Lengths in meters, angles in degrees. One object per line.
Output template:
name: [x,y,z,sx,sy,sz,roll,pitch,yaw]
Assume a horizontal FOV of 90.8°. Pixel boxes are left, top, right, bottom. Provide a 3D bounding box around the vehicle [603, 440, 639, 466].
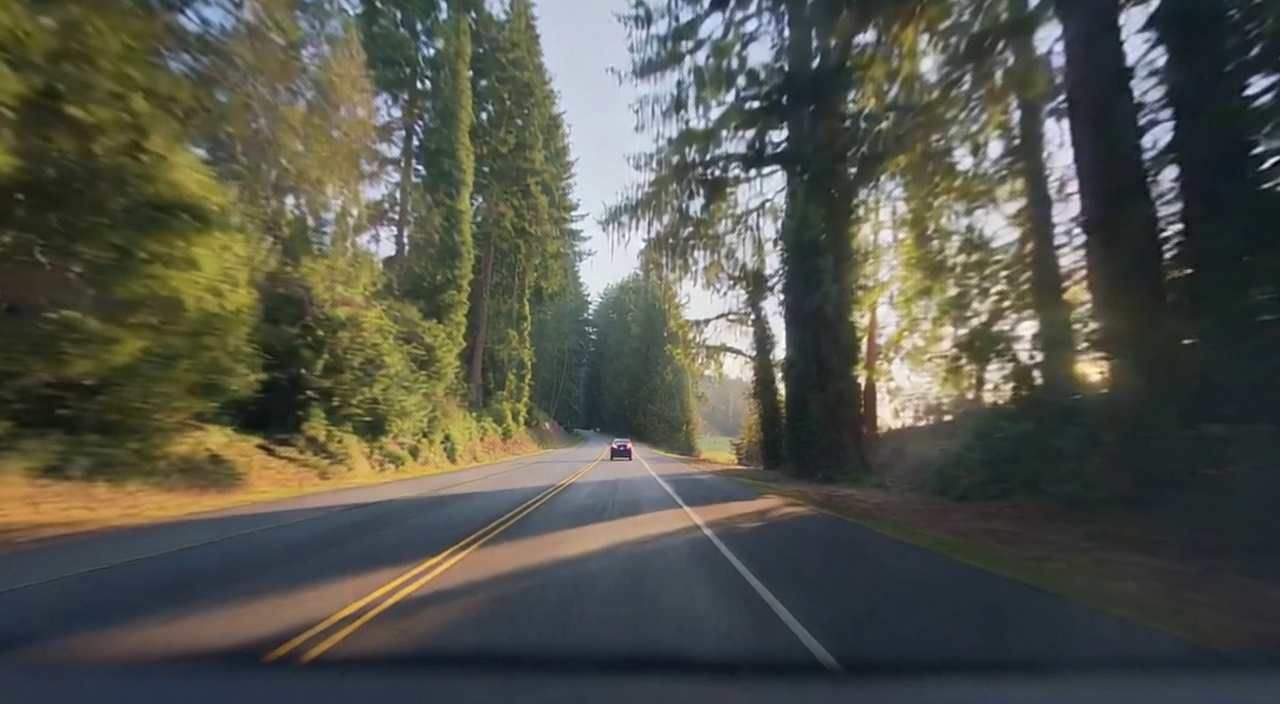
vehicle: [-1.179,6.091,38.353,2.042,1.489,3.963,0,-8,-2]
